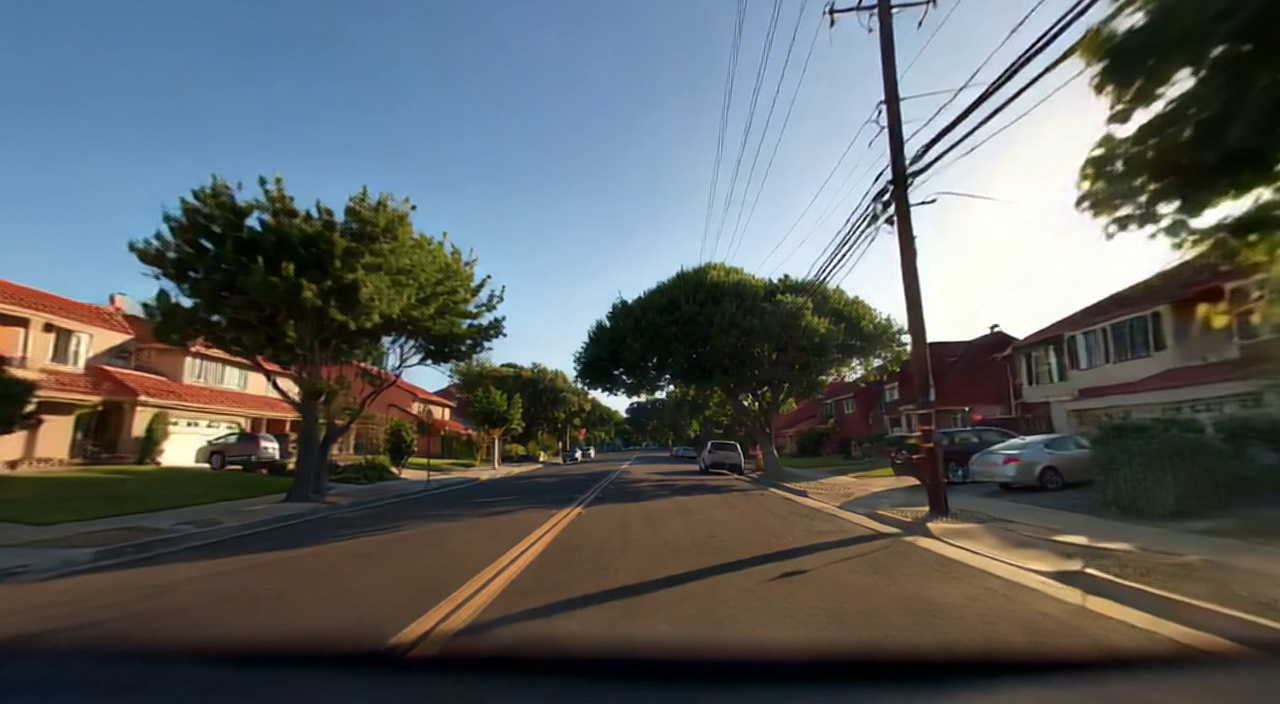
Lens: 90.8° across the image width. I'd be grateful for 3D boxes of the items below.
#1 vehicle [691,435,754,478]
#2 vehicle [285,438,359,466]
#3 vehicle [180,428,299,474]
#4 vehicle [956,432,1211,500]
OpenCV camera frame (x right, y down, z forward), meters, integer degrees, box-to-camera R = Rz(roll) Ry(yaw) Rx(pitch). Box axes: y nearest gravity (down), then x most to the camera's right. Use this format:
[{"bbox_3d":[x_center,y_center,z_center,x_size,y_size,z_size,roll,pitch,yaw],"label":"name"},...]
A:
[{"bbox_3d":[3.889,5.048,30.814,2.114,1.858,5.144,0,-8,-3],"label":"vehicle"},{"bbox_3d":[-21.181,6.694,42.413,2.139,1.746,5.099,-1,-9,3],"label":"vehicle"},{"bbox_3d":[-17.608,4.386,28.166,2.034,1.829,5.161,0,-9,-1],"label":"vehicle"},{"bbox_3d":[10.546,2.730,15.333,4.625,1.501,2.011,0,-8,1],"label":"vehicle"}]
